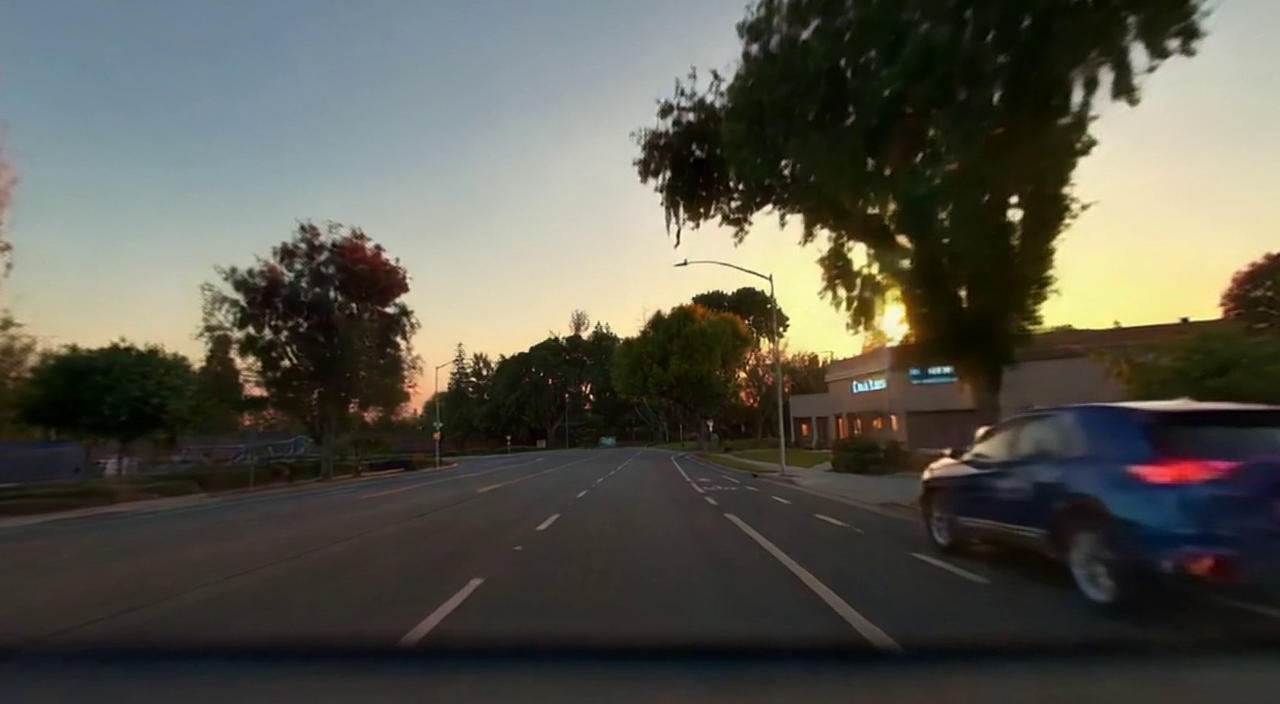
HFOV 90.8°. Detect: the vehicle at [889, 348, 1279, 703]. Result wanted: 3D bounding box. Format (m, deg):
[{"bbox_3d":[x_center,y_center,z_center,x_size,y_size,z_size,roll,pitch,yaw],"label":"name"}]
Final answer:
[{"bbox_3d":[4.293,1.222,5.508,2.228,1.814,4.576,0,-9,-2],"label":"vehicle"}]
